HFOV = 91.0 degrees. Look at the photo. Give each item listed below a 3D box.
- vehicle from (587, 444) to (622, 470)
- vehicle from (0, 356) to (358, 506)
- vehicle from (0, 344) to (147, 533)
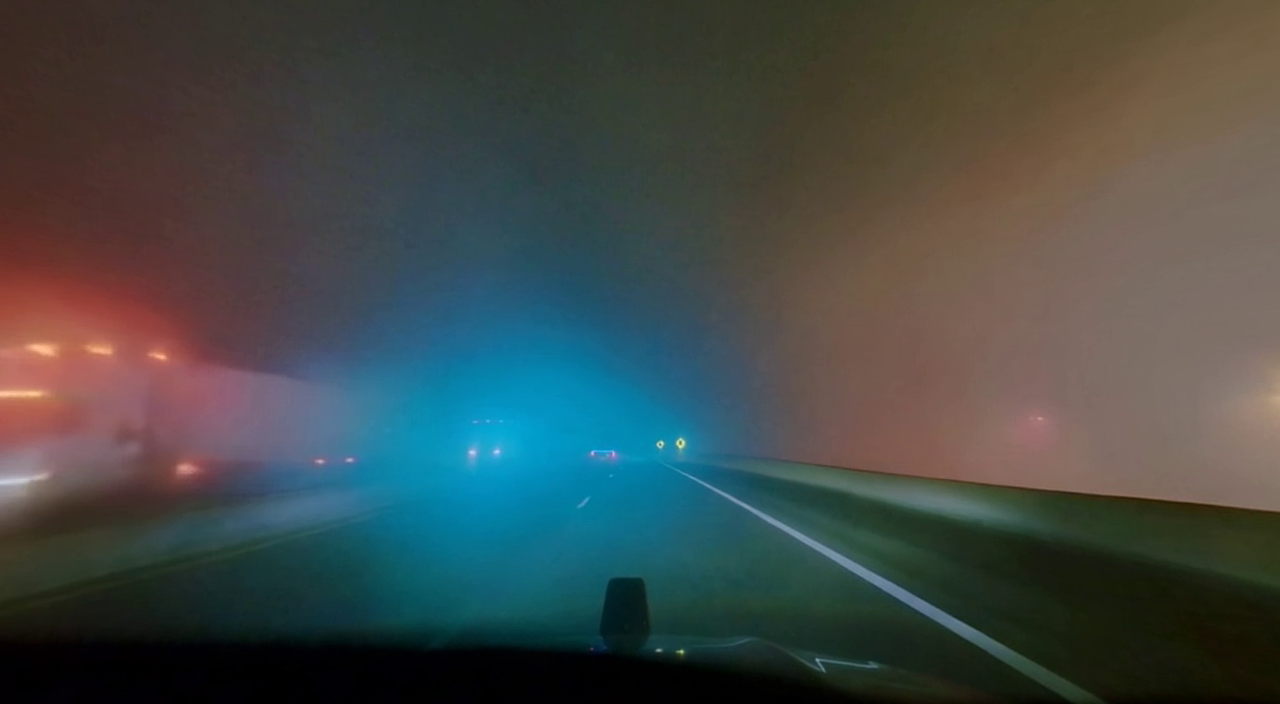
[{"bbox_3d":[-2.241,6.733,40.505,2.050,1.530,4.144,0,-8,0],"label":"vehicle"},{"bbox_3d":[-15.416,3.084,23.779,2.846,3.981,14.079,0,-8,0],"label":"vehicle"},{"bbox_3d":[-15.344,2.140,15.886,2.913,4.275,3.166,0,-7,-1],"label":"vehicle"}]
